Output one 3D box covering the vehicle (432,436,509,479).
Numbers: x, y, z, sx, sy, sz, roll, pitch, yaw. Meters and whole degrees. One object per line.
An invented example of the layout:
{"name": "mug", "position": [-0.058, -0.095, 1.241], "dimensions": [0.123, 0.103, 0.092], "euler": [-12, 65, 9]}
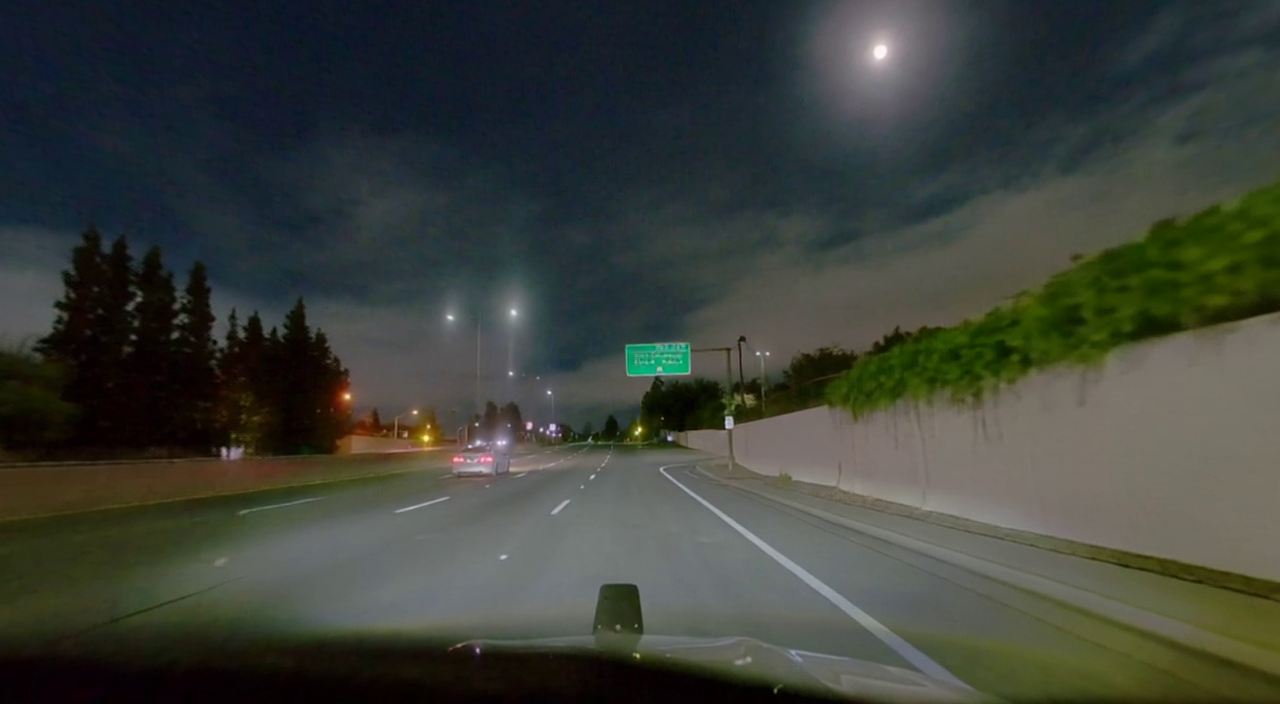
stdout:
{"name": "vehicle", "position": [-7.351, 4.638, 27.976], "dimensions": [2.115, 1.711, 4.722], "euler": [0, -9, 0]}
